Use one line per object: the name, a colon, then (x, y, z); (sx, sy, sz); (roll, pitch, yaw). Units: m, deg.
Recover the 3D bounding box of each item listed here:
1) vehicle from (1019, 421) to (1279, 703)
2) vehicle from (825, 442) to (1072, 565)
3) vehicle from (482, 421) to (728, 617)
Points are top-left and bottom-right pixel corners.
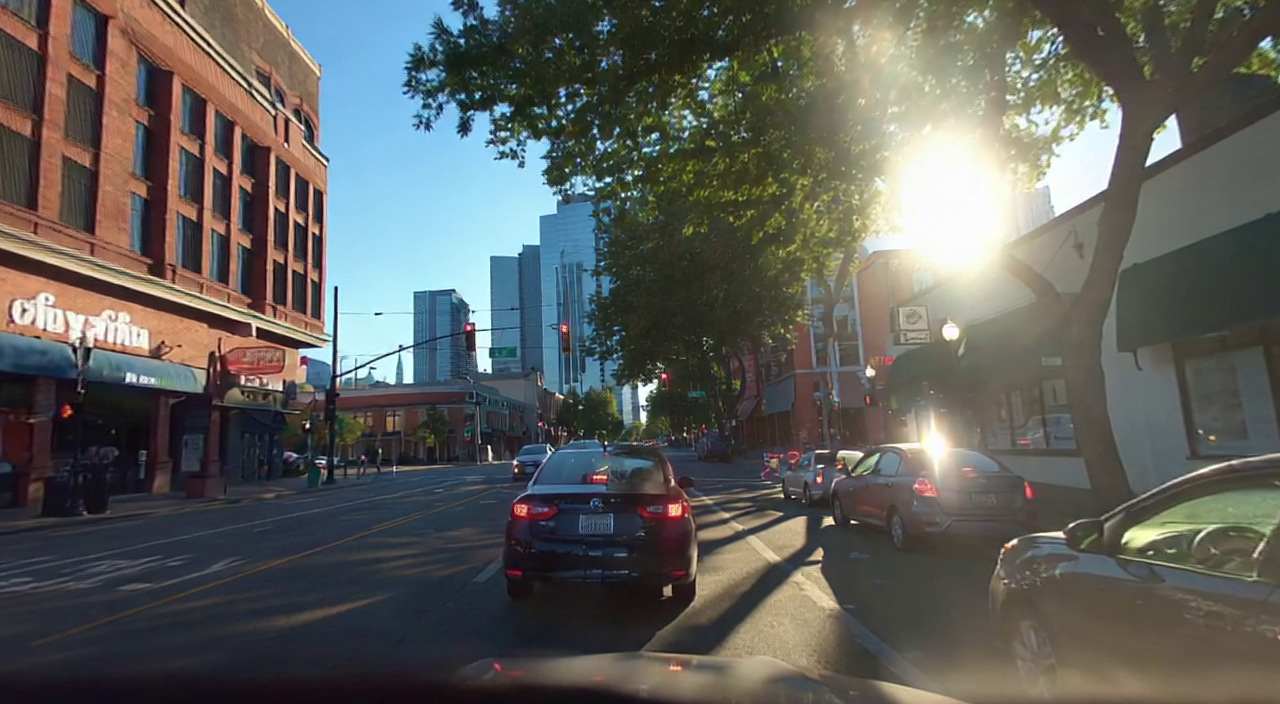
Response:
vehicle: (3.178, 0.826, 1.107); (2.006, 1.496, 4.767); (0, -9, -1)
vehicle: (4.551, 2.241, 10.267); (1.912, 1.505, 4.618); (-1, -8, 4)
vehicle: (-0.279, 1.566, 6.786); (1.888, 1.489, 3.703); (0, -8, 0)
